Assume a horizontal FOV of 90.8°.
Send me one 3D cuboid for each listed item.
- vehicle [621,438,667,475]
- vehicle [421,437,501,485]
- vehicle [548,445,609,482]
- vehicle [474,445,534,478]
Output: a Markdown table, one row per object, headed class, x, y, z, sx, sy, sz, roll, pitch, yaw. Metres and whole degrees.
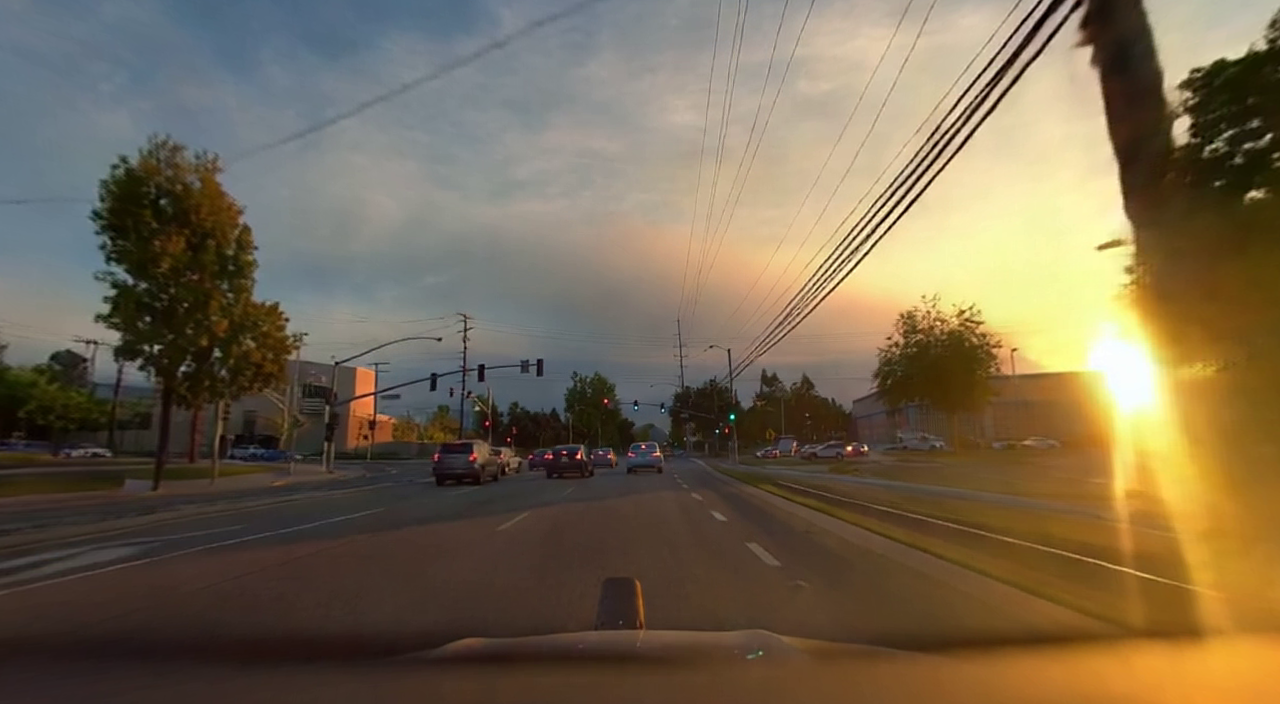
| class | x | y | z | sx | sy | sz | roll | pitch | yaw |
| --- | --- | --- | --- | --- | --- | --- | --- | --- | --- |
| vehicle | 0.277 | 5.687 | 34.652 | 2.276 | 1.850 | 3.897 | -1 | -8 | 4 |
| vehicle | -7.052 | 4.308 | 25.293 | 1.860 | 1.754 | 4.089 | 0 | -8 | 2 |
| vehicle | -2.624 | 4.889 | 27.994 | 2.064 | 1.464 | 4.373 | -1 | -8 | 3 |
| vehicle | -6.945 | 5.625 | 32.773 | 1.912 | 1.573 | 4.299 | -1 | -8 | 4 |
